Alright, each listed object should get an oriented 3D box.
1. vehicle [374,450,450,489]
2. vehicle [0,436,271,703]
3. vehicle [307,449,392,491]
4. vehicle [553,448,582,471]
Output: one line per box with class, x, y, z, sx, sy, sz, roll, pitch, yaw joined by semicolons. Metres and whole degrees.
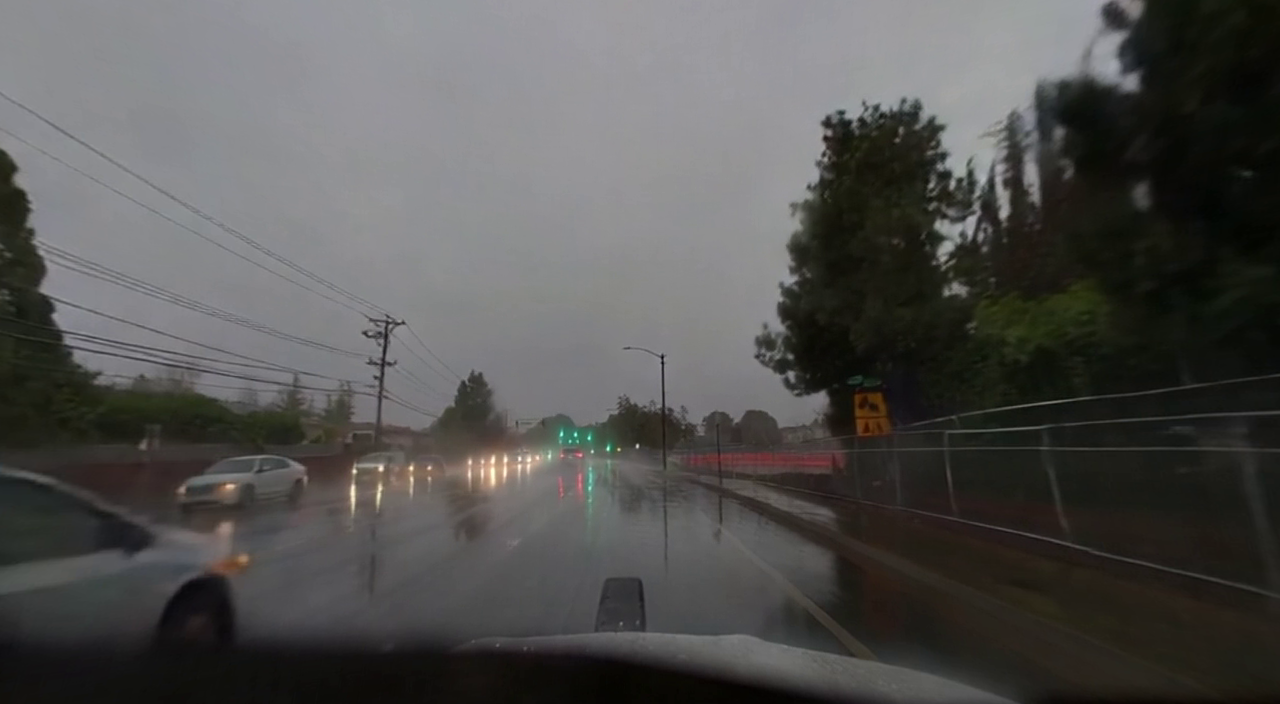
vehicle;-10.744;5.545;30.079;2.043;1.654;4.642;1;-9;-2
vehicle;-3.669;1.025;2.185;2.020;1.489;4.469;1;-9;0
vehicle;-14.831;6.018;32.502;2.165;1.907;5.062;1;-9;-3
vehicle;-5.319;7.940;46.691;1.992;1.515;4.289;1;-9;-5
